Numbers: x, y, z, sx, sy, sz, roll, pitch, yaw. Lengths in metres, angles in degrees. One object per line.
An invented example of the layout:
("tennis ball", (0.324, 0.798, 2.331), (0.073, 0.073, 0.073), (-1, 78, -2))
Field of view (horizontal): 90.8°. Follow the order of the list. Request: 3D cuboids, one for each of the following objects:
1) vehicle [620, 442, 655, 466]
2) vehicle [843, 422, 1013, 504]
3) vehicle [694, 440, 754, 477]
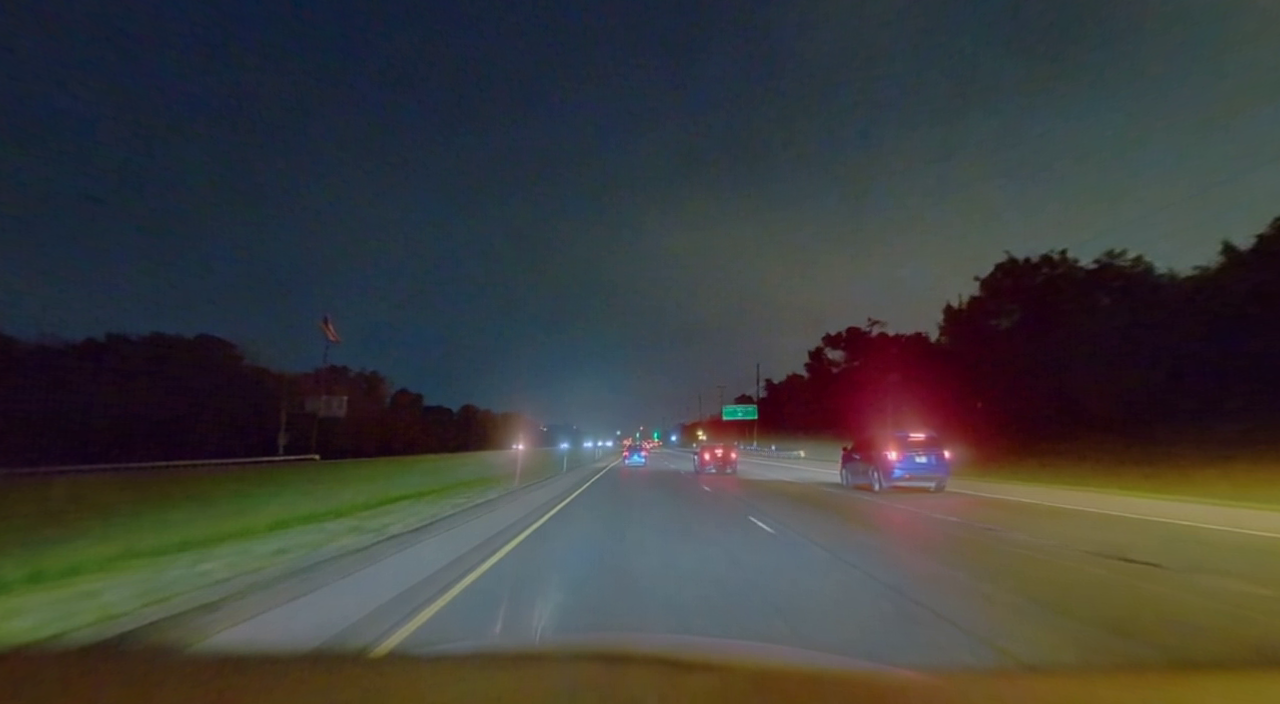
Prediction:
("vehicle", (-0.179, 6.428, 40.057), (2.085, 1.449, 3.860), (0, -8, -1))
("vehicle", (7.249, 2.835, 16.615), (2.114, 1.800, 4.779), (0, -8, -1))
("vehicle", (3.627, 4.677, 28.107), (1.978, 1.488, 4.252), (0, -8, -2))
